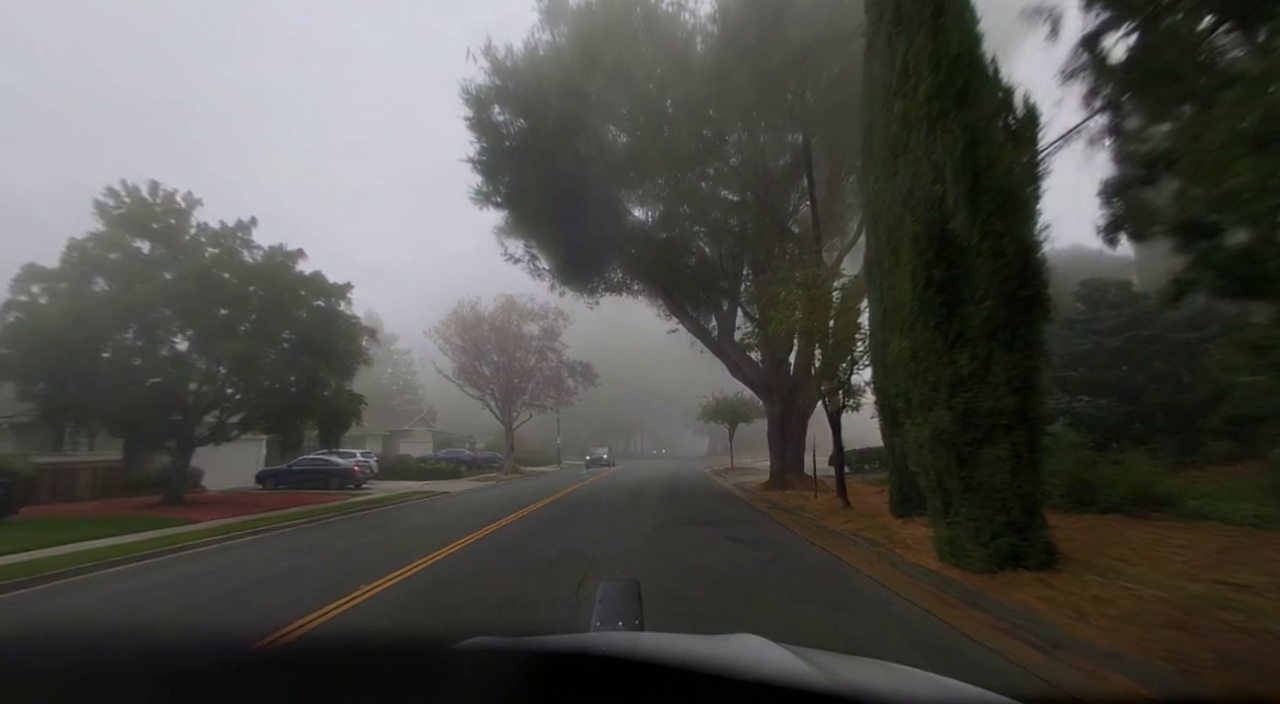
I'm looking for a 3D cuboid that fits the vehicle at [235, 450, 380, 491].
[{"bbox_3d":[-13.396,4.782,25.686,4.703,1.487,2.002,1,-9,-1],"label":"vehicle"}]

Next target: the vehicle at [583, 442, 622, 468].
[{"bbox_3d":[-2.673,7.420,45.806,2.131,1.731,4.533,-1,-9,5],"label":"vehicle"}]

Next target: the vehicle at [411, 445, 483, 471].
[{"bbox_3d":[-12.990,7.191,42.778,4.237,1.687,1.970,0,-9,-1],"label":"vehicle"}]
